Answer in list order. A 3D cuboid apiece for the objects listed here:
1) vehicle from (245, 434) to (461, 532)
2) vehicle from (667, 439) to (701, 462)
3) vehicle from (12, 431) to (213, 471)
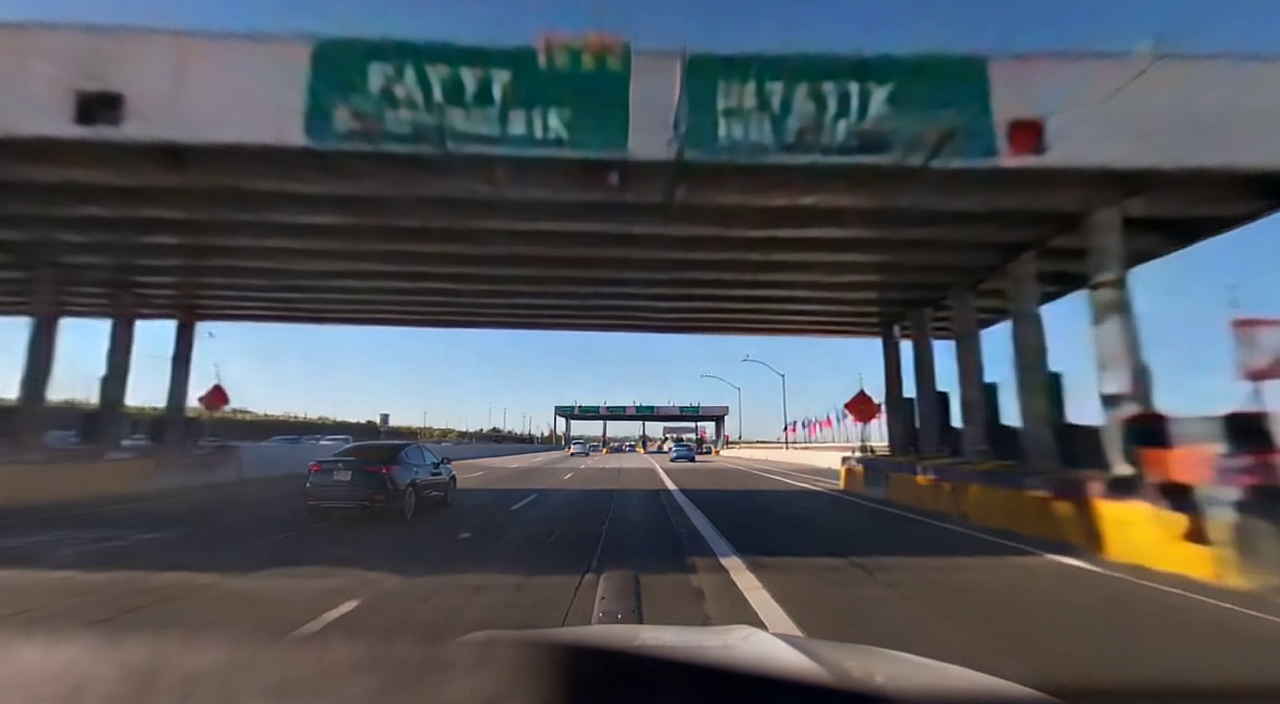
[{"bbox_3d":[-4.973,2.310,11.797,1.981,1.465,4.334,0,-8,0],"label":"vehicle"},{"bbox_3d":[3.317,7.572,48.651,2.072,1.639,4.919,0,-8,-2],"label":"vehicle"},{"bbox_3d":[-20.404,3.841,24.711,2.116,1.402,5.632,-7,-11,40],"label":"vehicle"}]
